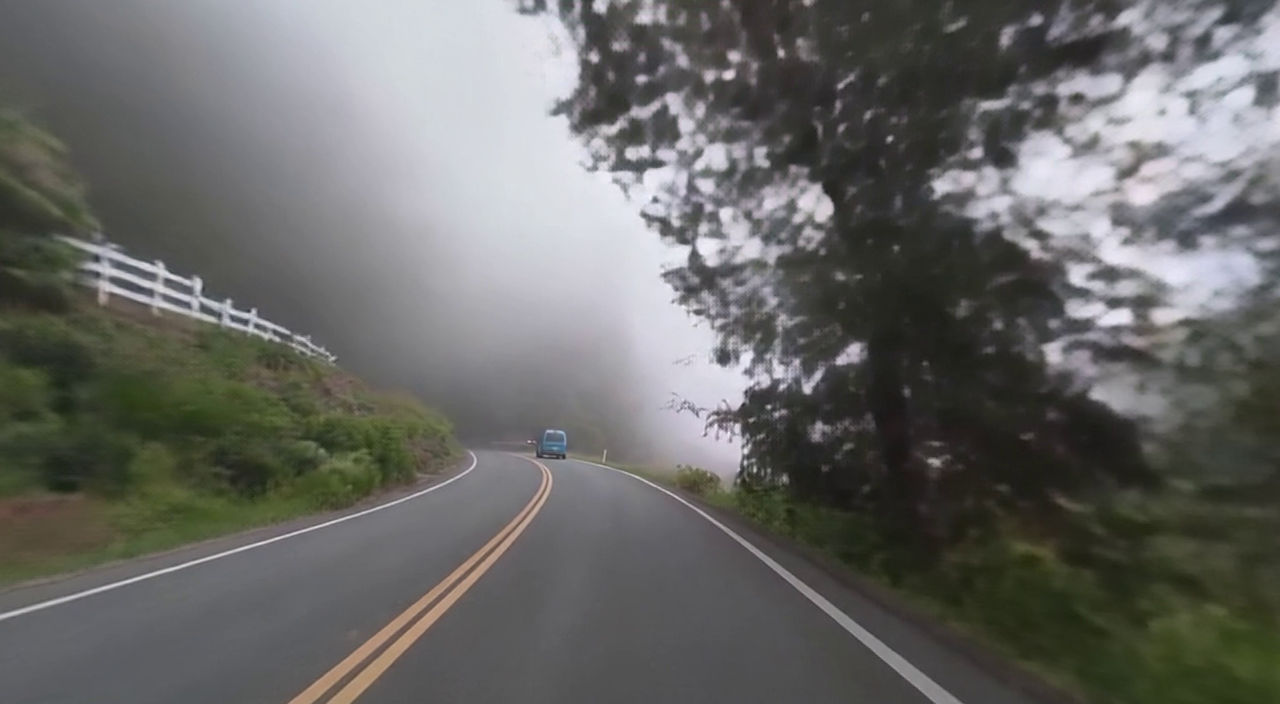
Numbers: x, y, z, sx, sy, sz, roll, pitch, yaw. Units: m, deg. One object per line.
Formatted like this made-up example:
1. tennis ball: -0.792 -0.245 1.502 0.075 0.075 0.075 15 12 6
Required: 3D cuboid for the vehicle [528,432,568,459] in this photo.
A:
1. vehicle: -7.197 7.244 48.876 2.439 1.912 5.605 2 -9 -14
